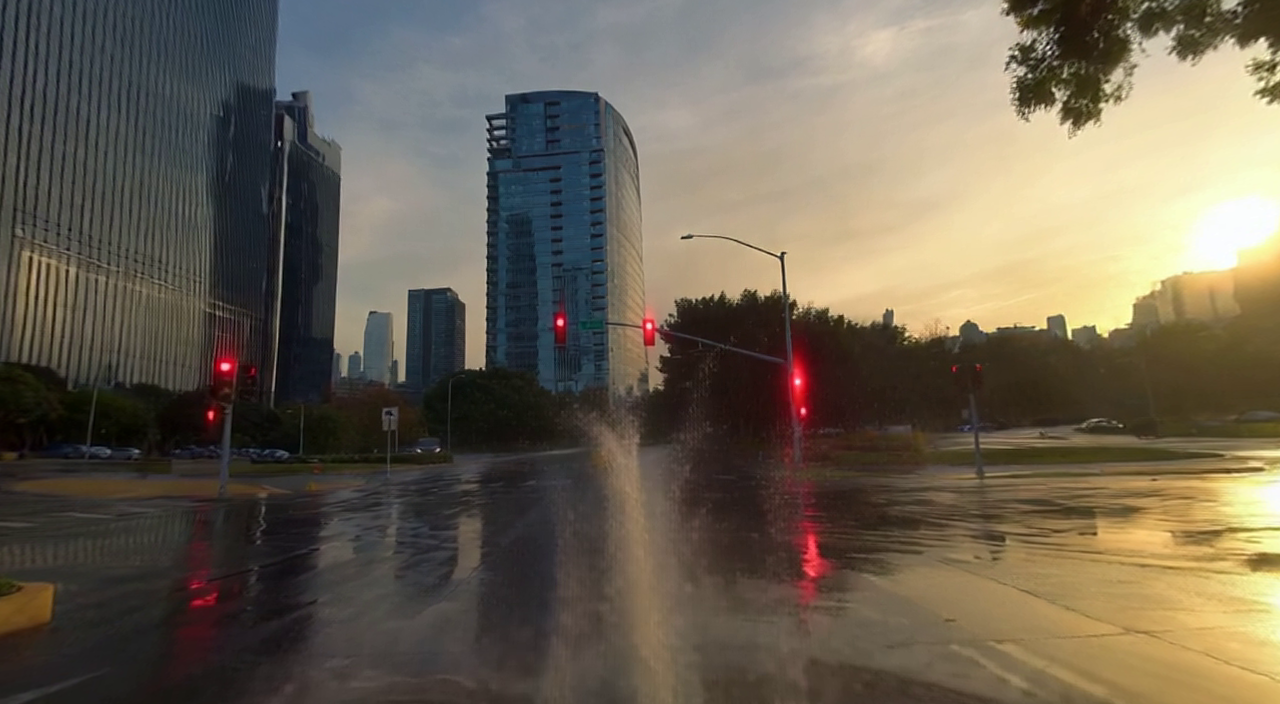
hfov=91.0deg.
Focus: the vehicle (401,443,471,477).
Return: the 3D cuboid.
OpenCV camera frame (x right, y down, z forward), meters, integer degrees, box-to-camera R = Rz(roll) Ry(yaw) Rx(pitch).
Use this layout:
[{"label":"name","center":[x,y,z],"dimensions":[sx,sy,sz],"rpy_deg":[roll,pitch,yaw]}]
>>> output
[{"label":"vehicle","center":[-11.565,6.145,36.080],"dimensions":[2.069,1.771,4.947],"rpy_deg":[0,-9,3]}]
